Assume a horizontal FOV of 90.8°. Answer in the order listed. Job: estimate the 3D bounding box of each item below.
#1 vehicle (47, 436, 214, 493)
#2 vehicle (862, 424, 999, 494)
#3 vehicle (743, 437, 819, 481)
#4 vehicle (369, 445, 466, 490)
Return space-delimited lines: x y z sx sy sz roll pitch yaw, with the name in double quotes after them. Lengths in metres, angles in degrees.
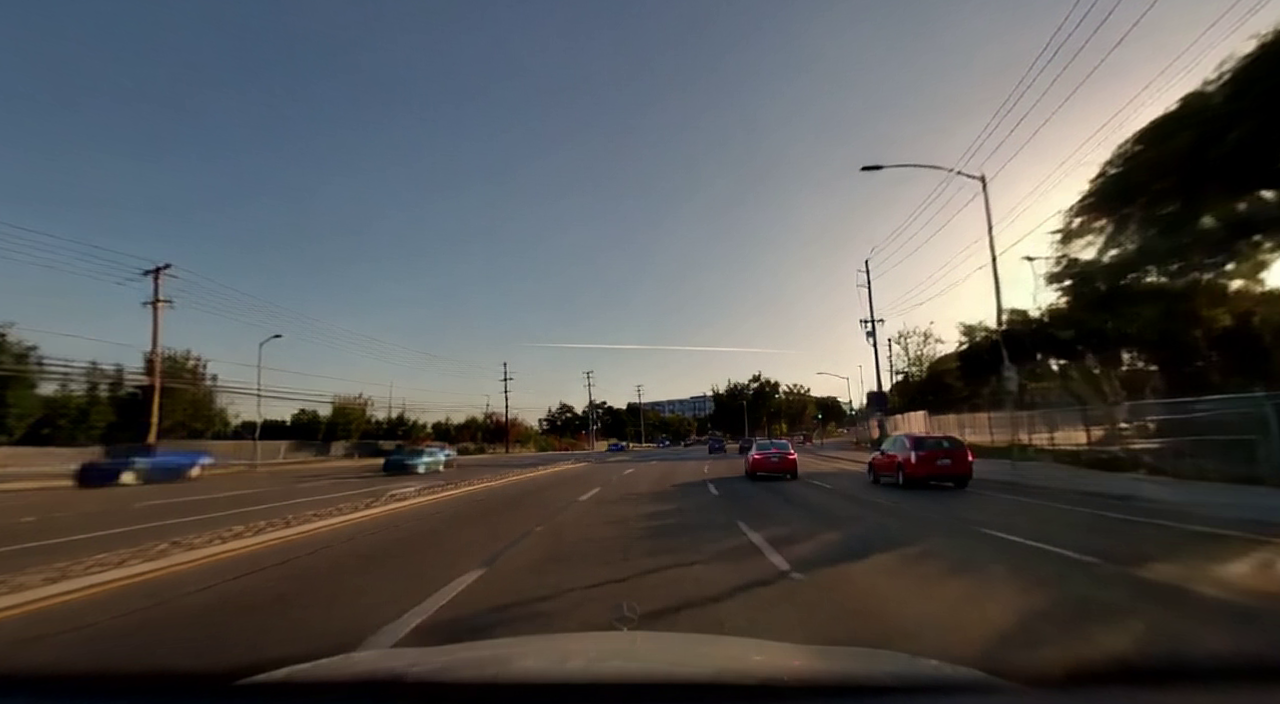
-17.803 3.916 22.446 1.948 1.772 4.491 -1 -8 4 "vehicle"
8.261 3.084 18.521 2.029 1.795 4.371 -1 -8 2 "vehicle"
5.073 3.895 23.337 2.035 1.460 4.392 -1 -8 3 "vehicle"
-8.655 4.514 25.059 2.107 1.587 4.514 -1 -8 2 "vehicle"
